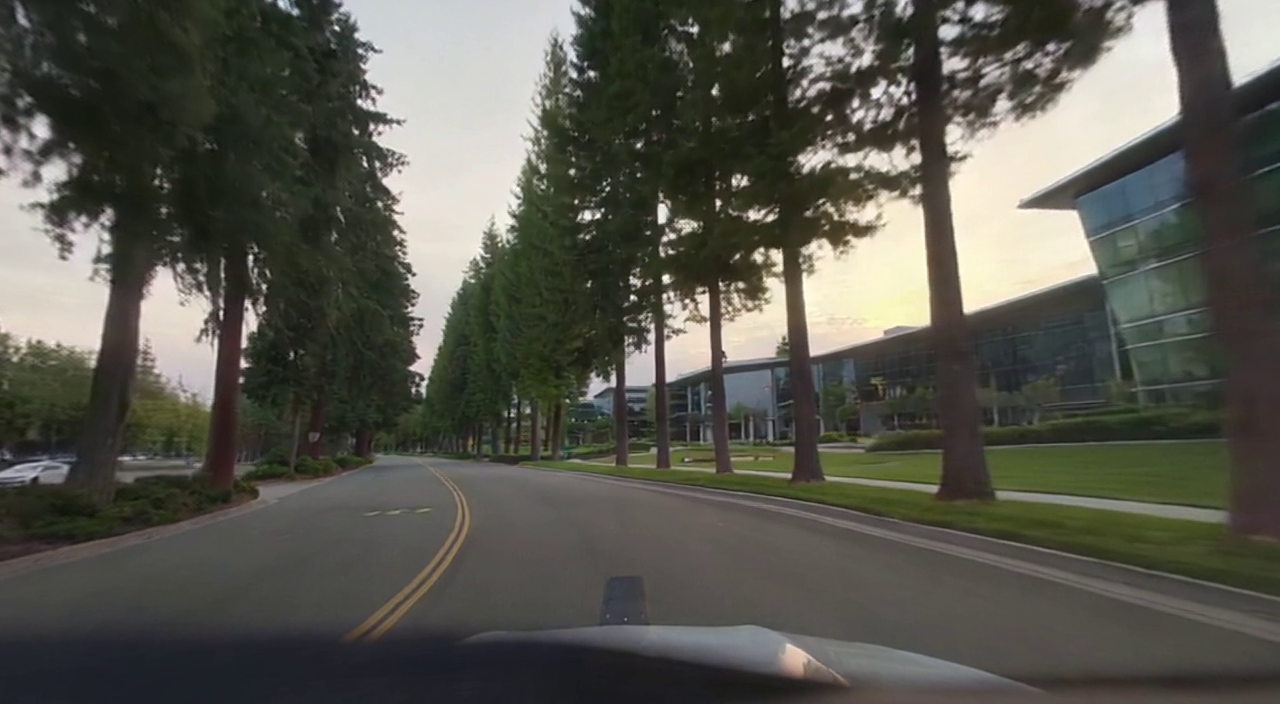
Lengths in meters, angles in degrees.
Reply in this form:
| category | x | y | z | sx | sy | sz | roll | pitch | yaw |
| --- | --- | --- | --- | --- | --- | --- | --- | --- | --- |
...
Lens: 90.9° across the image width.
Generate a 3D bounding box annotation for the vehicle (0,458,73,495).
| category | x | y | z | sx | sy | sz | roll | pitch | yaw |
| --- | --- | --- | --- | --- | --- | --- | --- | --- | --- |
| vehicle | -31.135 | 6.224 | 31.764 | 1.929 | 1.650 | 4.638 | 2 | -9 | -17 |
